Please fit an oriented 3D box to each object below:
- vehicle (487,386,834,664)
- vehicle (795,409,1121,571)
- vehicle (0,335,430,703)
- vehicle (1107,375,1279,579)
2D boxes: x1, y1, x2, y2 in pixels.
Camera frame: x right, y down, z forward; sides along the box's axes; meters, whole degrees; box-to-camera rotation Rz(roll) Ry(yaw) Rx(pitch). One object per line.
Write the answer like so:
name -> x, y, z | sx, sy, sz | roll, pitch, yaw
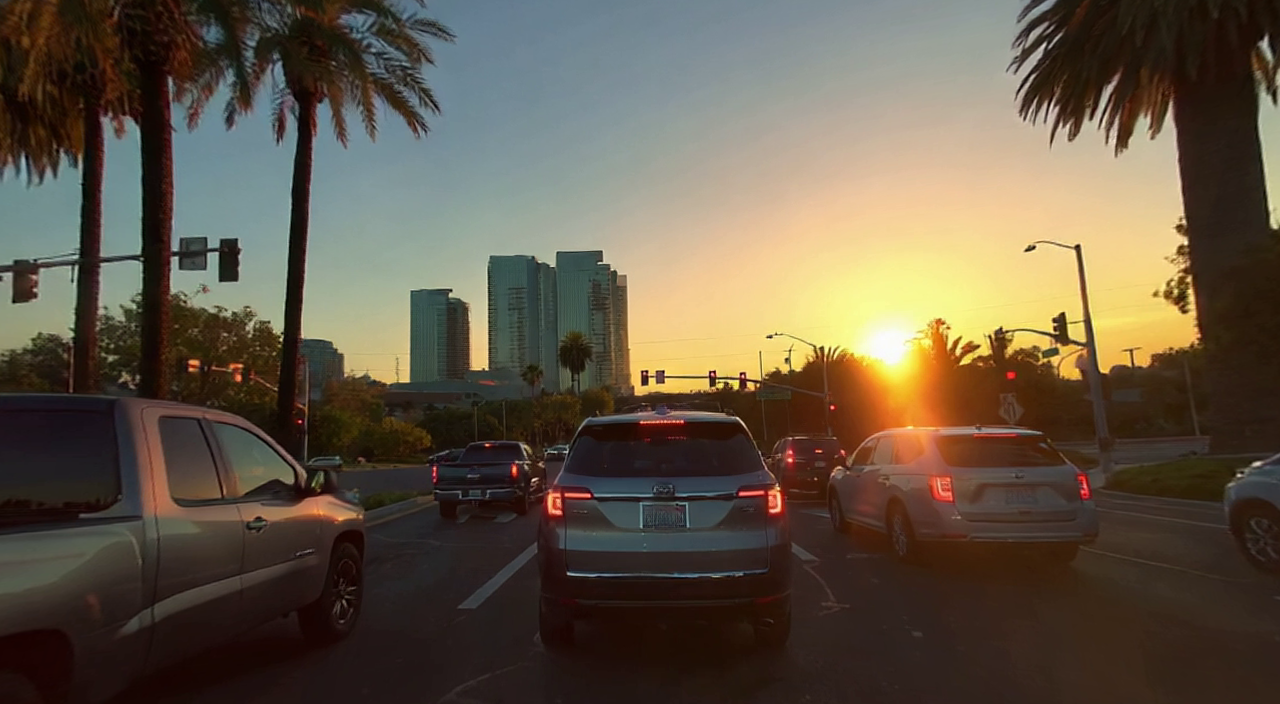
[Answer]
vehicle -> 0.154, 1.371, 6.013 | 2.123, 1.704, 4.128 | 0, -9, 1
vehicle -> 4.011, 1.848, 9.290 | 2.072, 1.704, 5.170 | 0, -9, -1
vehicle -> -3.156, 1.085, 3.891 | 2.171, 1.702, 4.416 | 0, -9, 0
vehicle -> 7.273, 1.082, 5.259 | 2.337, 1.925, 5.728 | 0, -9, 1
